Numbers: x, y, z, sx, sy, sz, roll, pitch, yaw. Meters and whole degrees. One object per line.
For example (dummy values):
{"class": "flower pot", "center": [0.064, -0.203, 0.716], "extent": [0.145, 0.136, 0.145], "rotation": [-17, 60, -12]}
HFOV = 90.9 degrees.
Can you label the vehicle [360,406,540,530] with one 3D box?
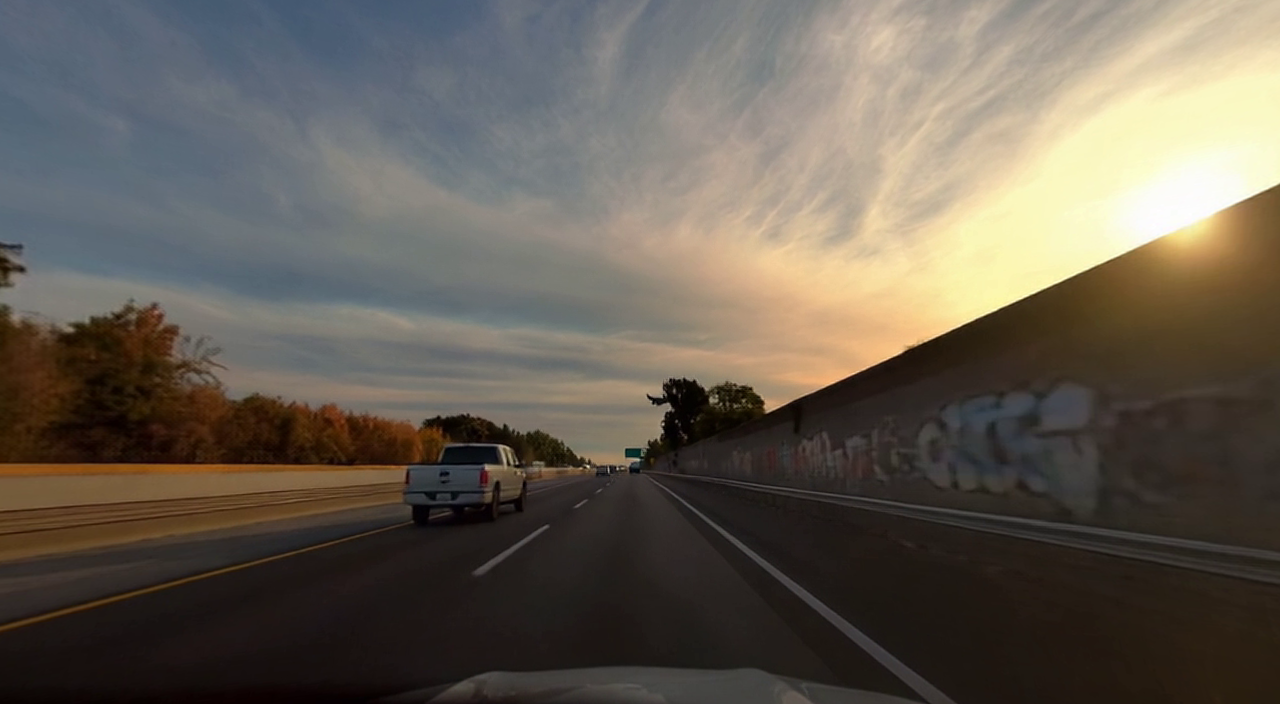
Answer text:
{"class": "vehicle", "center": [-4.289, 2.890, 15.732], "extent": [2.597, 2.434, 6.020], "rotation": [1, -11, 0]}
